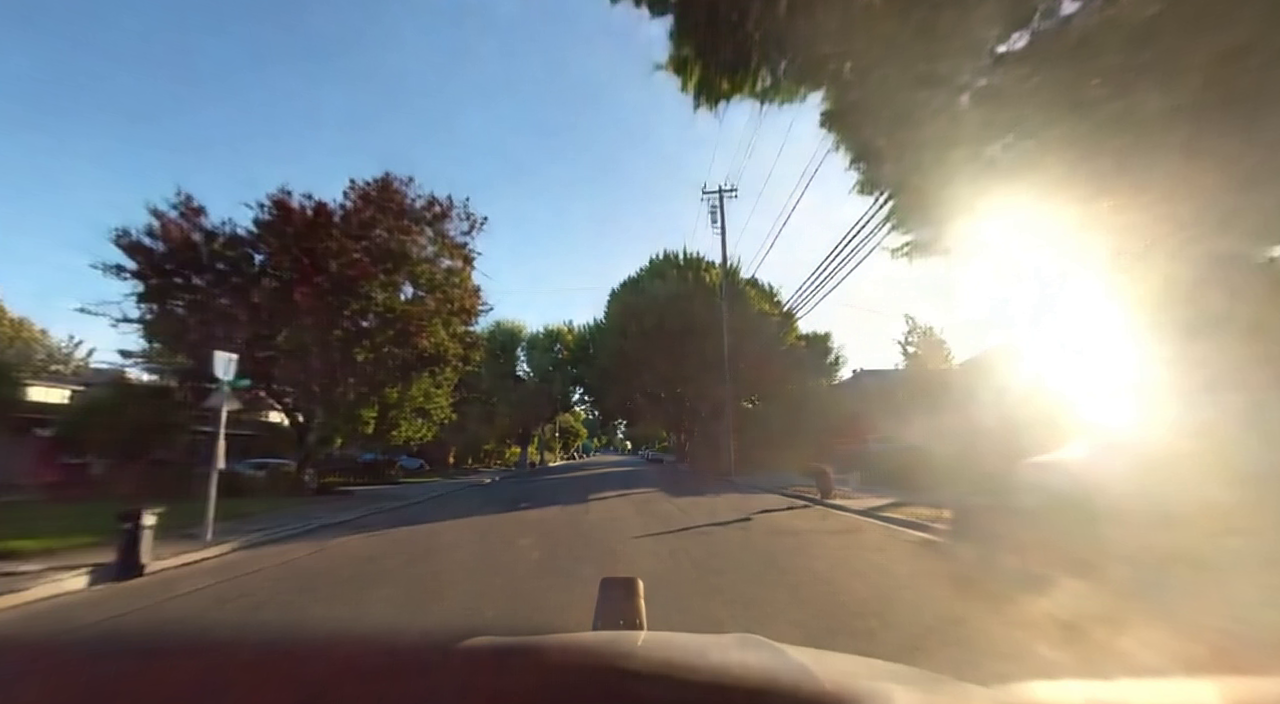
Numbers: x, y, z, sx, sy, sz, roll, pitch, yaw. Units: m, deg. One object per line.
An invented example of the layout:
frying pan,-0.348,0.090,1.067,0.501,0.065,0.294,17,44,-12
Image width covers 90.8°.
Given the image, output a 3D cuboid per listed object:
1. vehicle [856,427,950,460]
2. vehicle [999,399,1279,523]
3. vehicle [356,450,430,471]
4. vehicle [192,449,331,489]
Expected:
vehicle,15.260,5.331,36.822,4.562,1.832,1.987,0,-9,-3
vehicle,10.067,2.101,12.504,4.697,1.604,1.838,-8,-8,-4
vehicle,-17.800,7.827,45.626,4.519,1.426,1.903,8,-12,-41
vehicle,-14.862,4.556,24.986,4.477,1.449,1.922,5,-10,-32
